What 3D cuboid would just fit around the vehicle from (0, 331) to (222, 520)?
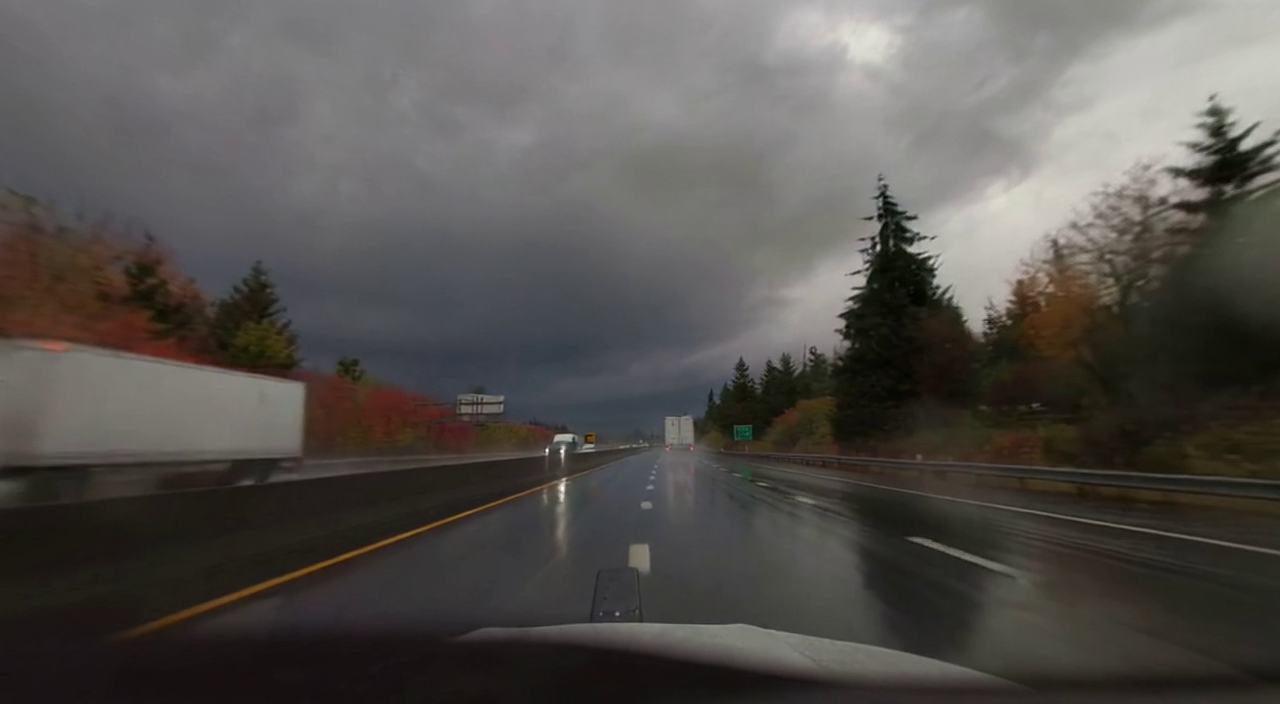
[{"bbox_3d":[-14.412,1.748,14.349,2.815,3.802,9.551,-1,-9,1],"label":"vehicle"}]
